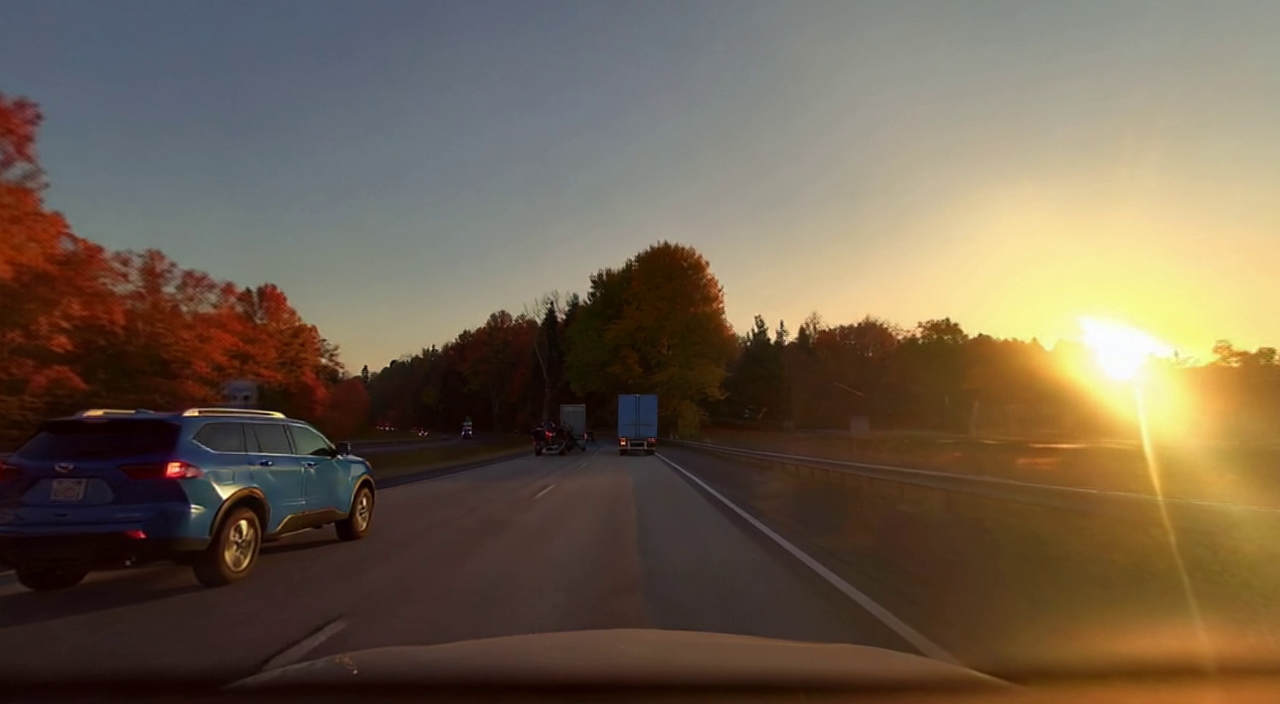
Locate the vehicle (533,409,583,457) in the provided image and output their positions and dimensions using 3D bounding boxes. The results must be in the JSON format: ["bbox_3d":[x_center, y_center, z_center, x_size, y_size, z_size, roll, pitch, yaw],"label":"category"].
[{"bbox_3d":[-4.953,5.040,38.940,2.383,2.726,5.677,0,-8,0],"label":"vehicle"}]

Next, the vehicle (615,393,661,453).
[{"bbox_3d":[-0.246,5.314,46.391,3.078,3.955,8.774,0,-8,-2],"label":"vehicle"}]

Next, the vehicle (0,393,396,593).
[{"bbox_3d":[-4.892,1.484,7.590,2.089,1.669,4.515,0,-8,0],"label":"vehicle"}]
